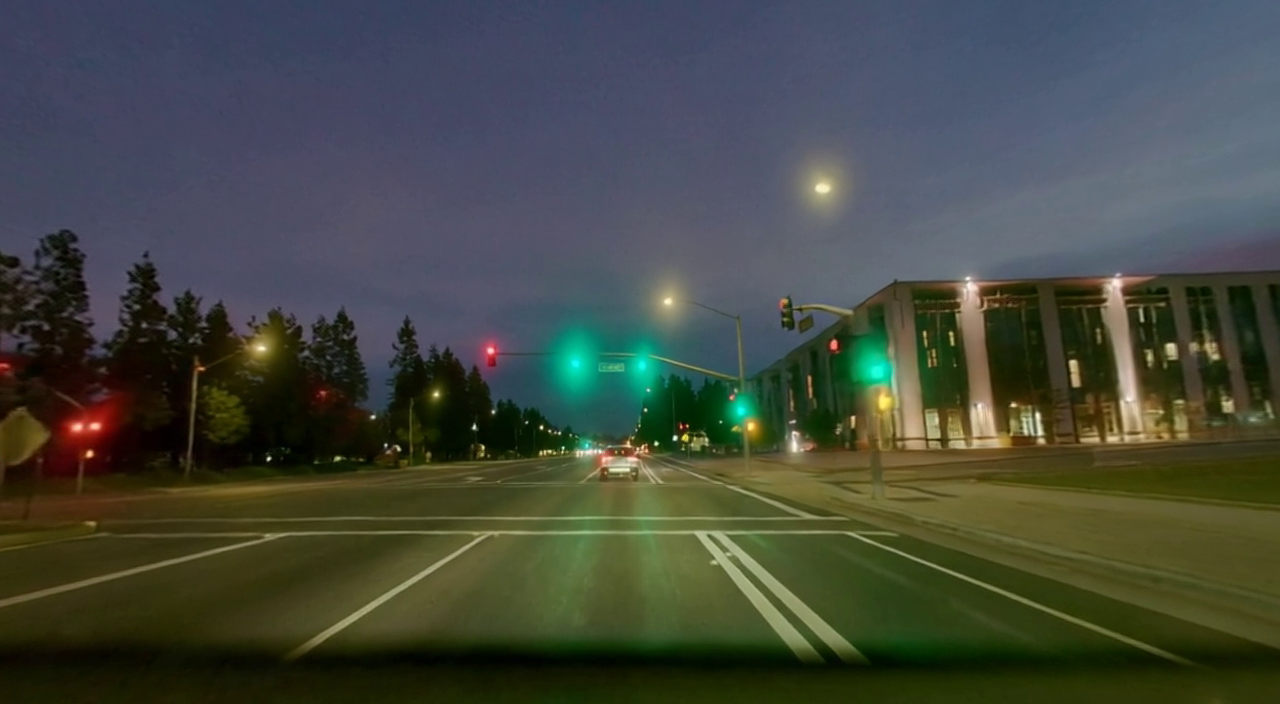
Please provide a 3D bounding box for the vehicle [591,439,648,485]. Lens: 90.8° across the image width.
[{"bbox_3d":[-0.828,4.426,25.762,2.130,1.711,4.038,0,-9,-2],"label":"vehicle"}]
